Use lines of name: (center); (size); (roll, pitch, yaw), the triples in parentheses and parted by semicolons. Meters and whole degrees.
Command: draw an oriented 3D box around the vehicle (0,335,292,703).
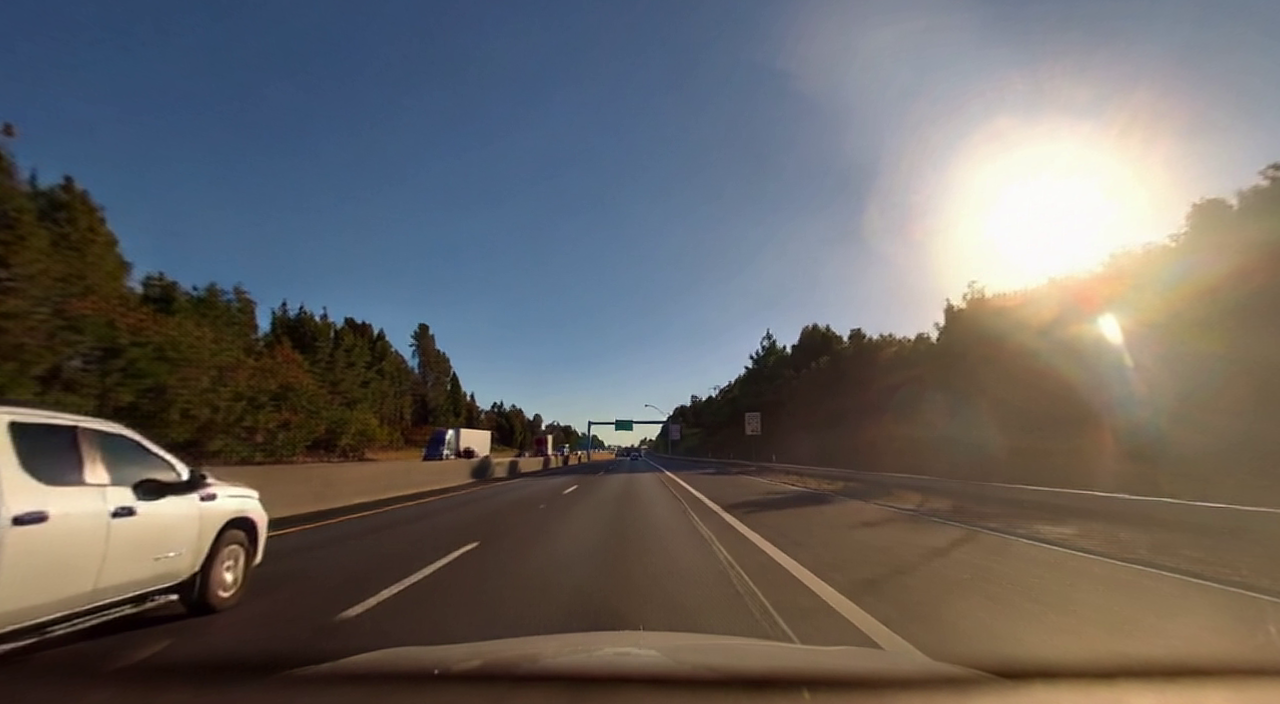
vehicle: (-4.161, 0.841, 2.829); (2.214, 1.872, 5.179); (0, -9, 0)
